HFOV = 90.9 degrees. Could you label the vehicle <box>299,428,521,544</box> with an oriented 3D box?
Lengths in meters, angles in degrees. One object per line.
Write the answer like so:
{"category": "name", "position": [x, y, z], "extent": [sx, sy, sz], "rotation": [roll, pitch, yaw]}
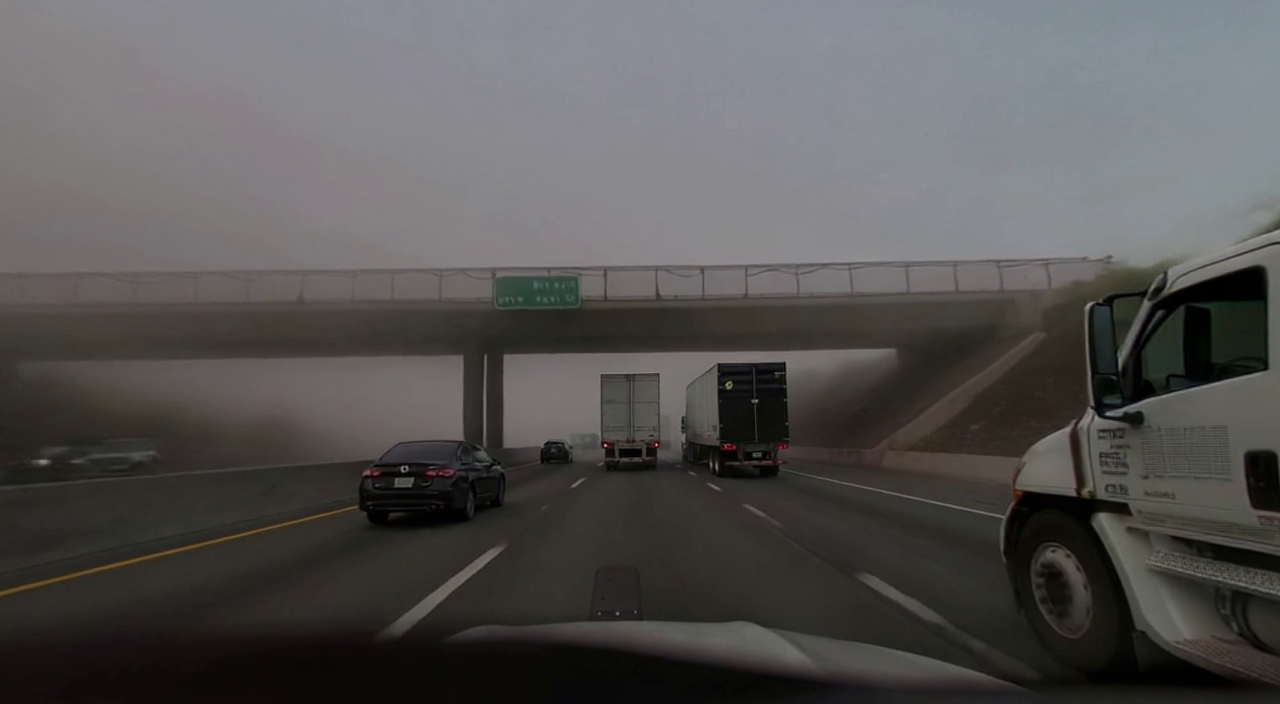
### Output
{"category": "vehicle", "position": [-3.371, 2.029, 10.391], "extent": [1.894, 1.460, 4.662], "rotation": [0, -8, 0]}

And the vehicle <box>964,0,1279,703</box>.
{"category": "vehicle", "position": [3.953, -0.378, 1.428], "extent": [3.074, 3.896, 5.910], "rotation": [0, -8, -1]}

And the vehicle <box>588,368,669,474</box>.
{"category": "vehicle", "position": [-0.471, 3.345, 29.428], "extent": [3.090, 4.065, 10.702], "rotation": [0, -8, 0]}

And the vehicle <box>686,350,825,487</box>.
{"category": "vehicle", "position": [3.681, 2.658, 23.638], "extent": [2.817, 3.886, 11.491], "rotation": [0, -8, -1]}

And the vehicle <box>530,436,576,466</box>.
{"category": "vehicle", "position": [-4.574, 5.254, 33.620], "extent": [2.049, 1.483, 3.786], "rotation": [0, -8, -2]}
